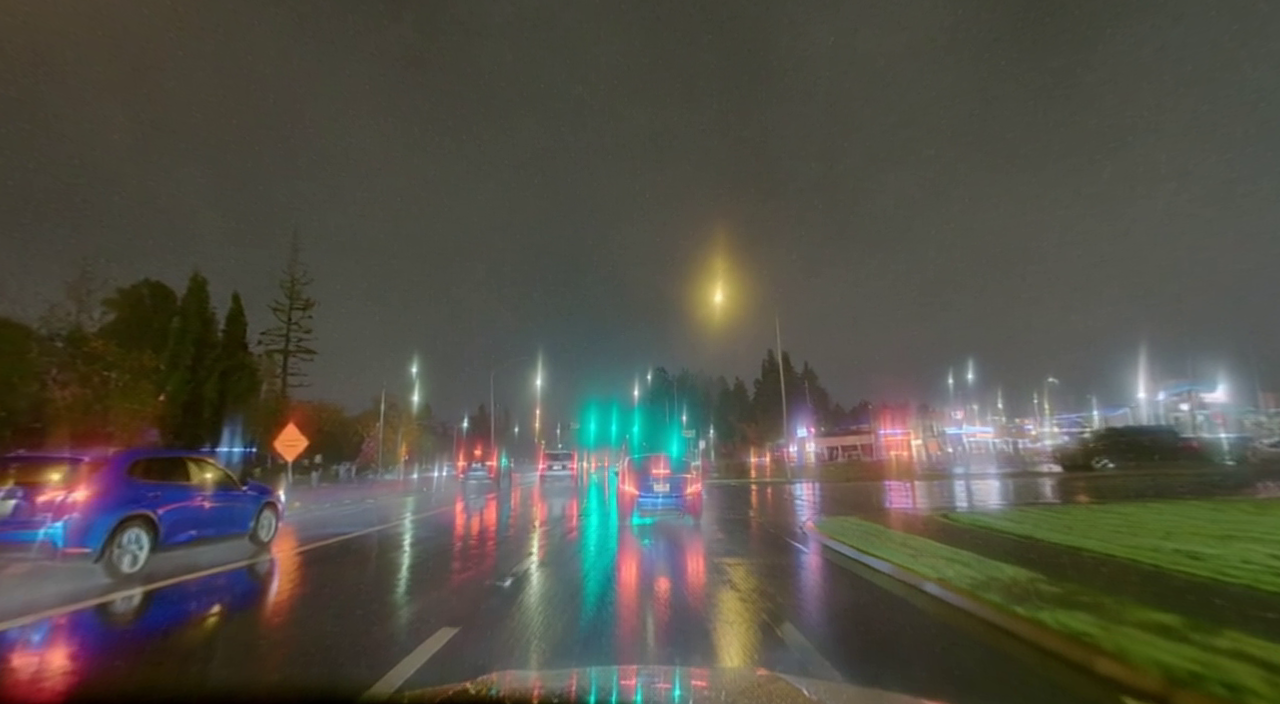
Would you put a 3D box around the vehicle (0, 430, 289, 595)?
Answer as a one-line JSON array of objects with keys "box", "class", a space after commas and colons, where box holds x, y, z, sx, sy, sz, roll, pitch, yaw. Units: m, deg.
[{"box": [-7.041, 1.955, 8.602, 1.968, 1.657, 4.230, 0, -8, 1], "class": "vehicle"}]

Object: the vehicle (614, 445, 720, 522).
[{"box": [0.558, 2.892, 14.443, 2.091, 1.494, 3.962, 0, -8, 1], "class": "vehicle"}]

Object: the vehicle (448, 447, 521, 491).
[{"box": [-6.872, 5.193, 28.323, 2.032, 1.767, 4.549, 0, -8, 1], "class": "vehicle"}]

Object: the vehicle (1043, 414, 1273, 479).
[{"box": [17.964, 3.320, 22.207, 5.852, 1.962, 2.323, -7, -11, 41], "class": "vehicle"}]

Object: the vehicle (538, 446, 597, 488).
[{"box": [-3.244, 5.247, 29.133, 2.055, 1.725, 4.732, 0, -8, 2], "class": "vehicle"}]
